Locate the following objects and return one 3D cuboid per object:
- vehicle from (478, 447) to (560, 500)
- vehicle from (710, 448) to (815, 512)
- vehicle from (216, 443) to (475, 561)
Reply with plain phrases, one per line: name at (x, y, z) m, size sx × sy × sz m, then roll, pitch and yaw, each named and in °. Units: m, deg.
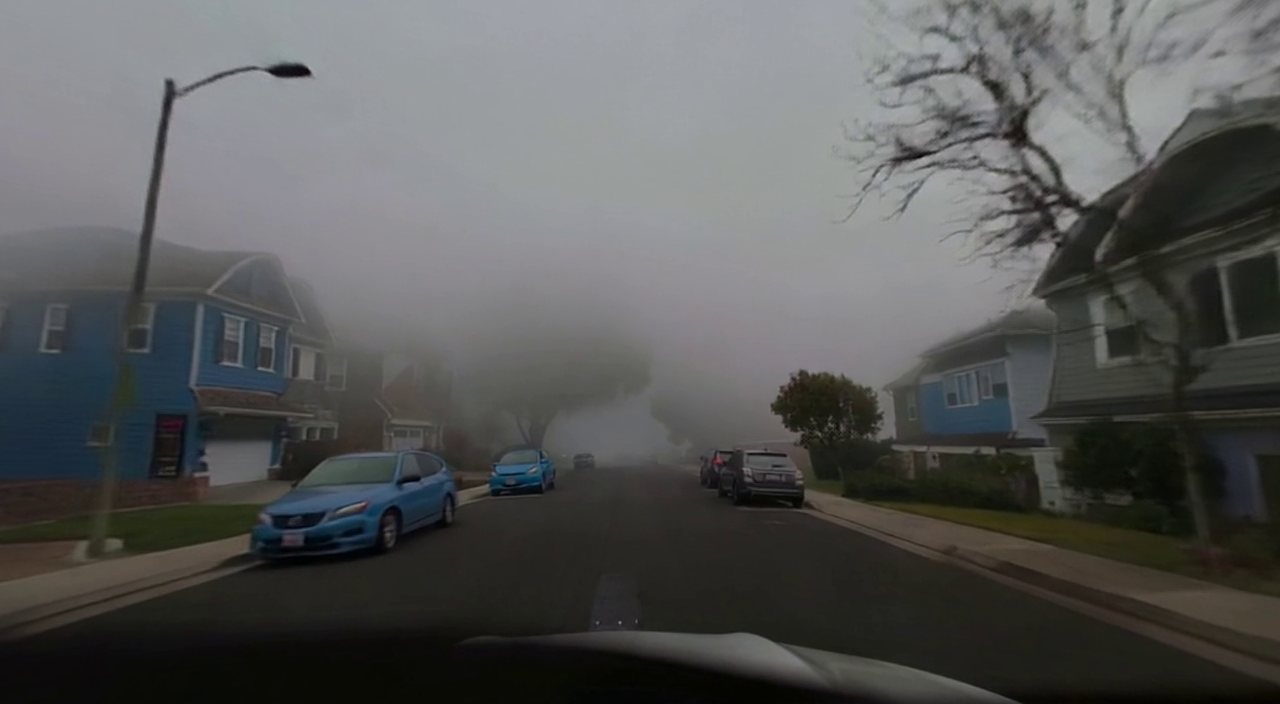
vehicle at (-4.150, 4.222, 22.385) m, size 2.089 × 1.508 × 4.537 m, roll 2°, pitch -7°, yaw -1°
vehicle at (3.143, 3.355, 17.095) m, size 1.888 × 1.484 × 4.476 m, roll 0°, pitch -9°, yaw -1°
vehicle at (-4.445, 2.311, 10.709) m, size 2.020 × 1.470 × 5.300 m, roll 0°, pitch -9°, yaw -2°
